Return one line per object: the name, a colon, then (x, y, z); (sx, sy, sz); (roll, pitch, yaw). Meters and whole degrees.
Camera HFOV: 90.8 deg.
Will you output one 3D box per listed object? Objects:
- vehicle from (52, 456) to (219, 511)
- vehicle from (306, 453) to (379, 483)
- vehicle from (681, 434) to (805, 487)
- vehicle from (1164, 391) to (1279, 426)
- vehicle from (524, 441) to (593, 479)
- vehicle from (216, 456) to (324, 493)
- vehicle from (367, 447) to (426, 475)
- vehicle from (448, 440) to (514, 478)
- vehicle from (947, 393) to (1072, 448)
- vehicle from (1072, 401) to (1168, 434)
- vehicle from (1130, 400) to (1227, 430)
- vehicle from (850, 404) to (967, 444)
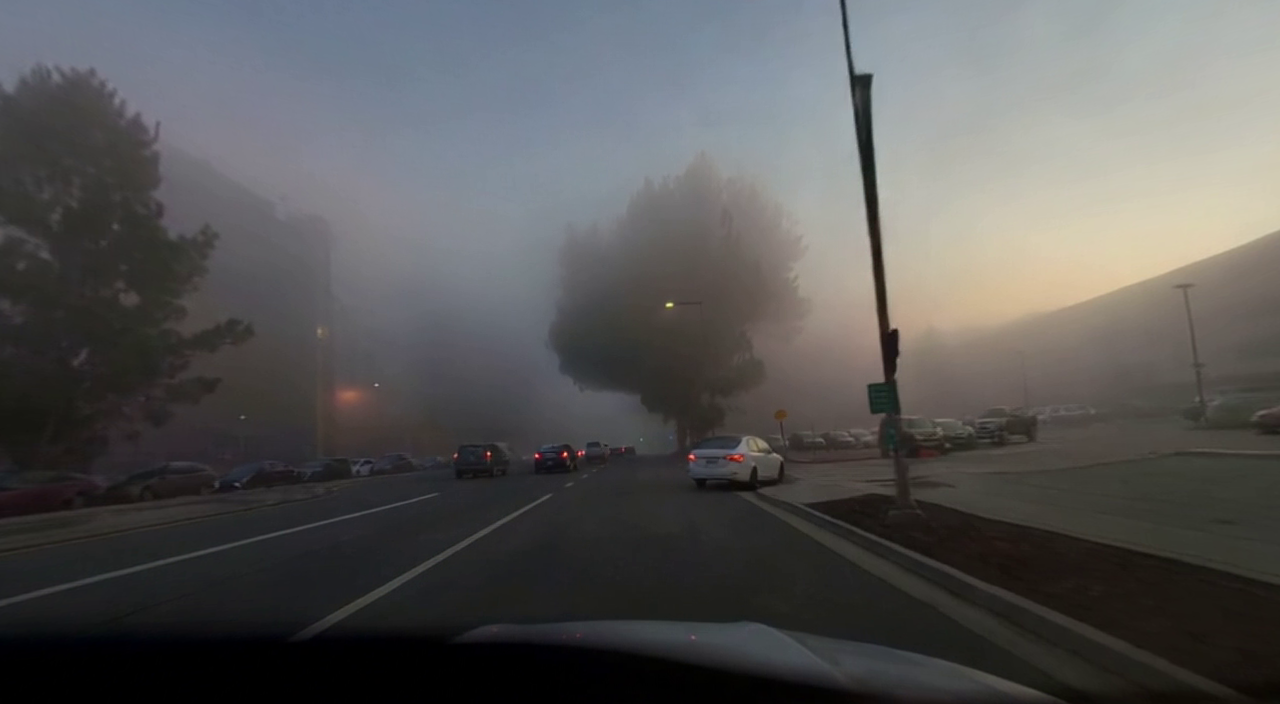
vehicle: (-17.309, 4.489, 22.051); (2.084, 1.624, 4.486); (0, -8, 0)
vehicle: (-16.540, 6.455, 35.374); (1.849, 1.472, 4.441); (0, -8, 1)
vehicle: (3.495, 3.509, 20.820); (2.208, 1.513, 4.504); (-6, -10, 35)
vehicle: (32.758, 3.260, 35.807); (2.137, 1.697, 4.811); (-1, -8, 3)
vehicle: (-3.382, 4.614, 27.279); (2.235, 1.500, 4.420); (0, -8, 2)
vehicle: (-16.769, 5.544, 28.982); (1.981, 1.431, 4.862); (0, -8, 1)
vehicle: (-16.558, 7.406, 43.222); (2.073, 1.749, 4.770); (0, -8, 1)
vehicle: (-7.790, 5.278, 31.373); (2.054, 1.744, 4.422); (0, -8, 1)
vehicle: (15.960, 3.045, 27.148); (6.193, 2.081, 2.569); (7, -11, -40)
vehicle: (27.325, 3.796, 36.217); (1.992, 1.498, 4.667); (-5, -9, 3)
vehicle: (30.214, 3.576, 35.600); (1.985, 1.485, 4.071); (-1, -8, 3)
vehicle: (14.178, 3.872, 33.606); (5.161, 1.993, 2.293); (0, -8, 2)
